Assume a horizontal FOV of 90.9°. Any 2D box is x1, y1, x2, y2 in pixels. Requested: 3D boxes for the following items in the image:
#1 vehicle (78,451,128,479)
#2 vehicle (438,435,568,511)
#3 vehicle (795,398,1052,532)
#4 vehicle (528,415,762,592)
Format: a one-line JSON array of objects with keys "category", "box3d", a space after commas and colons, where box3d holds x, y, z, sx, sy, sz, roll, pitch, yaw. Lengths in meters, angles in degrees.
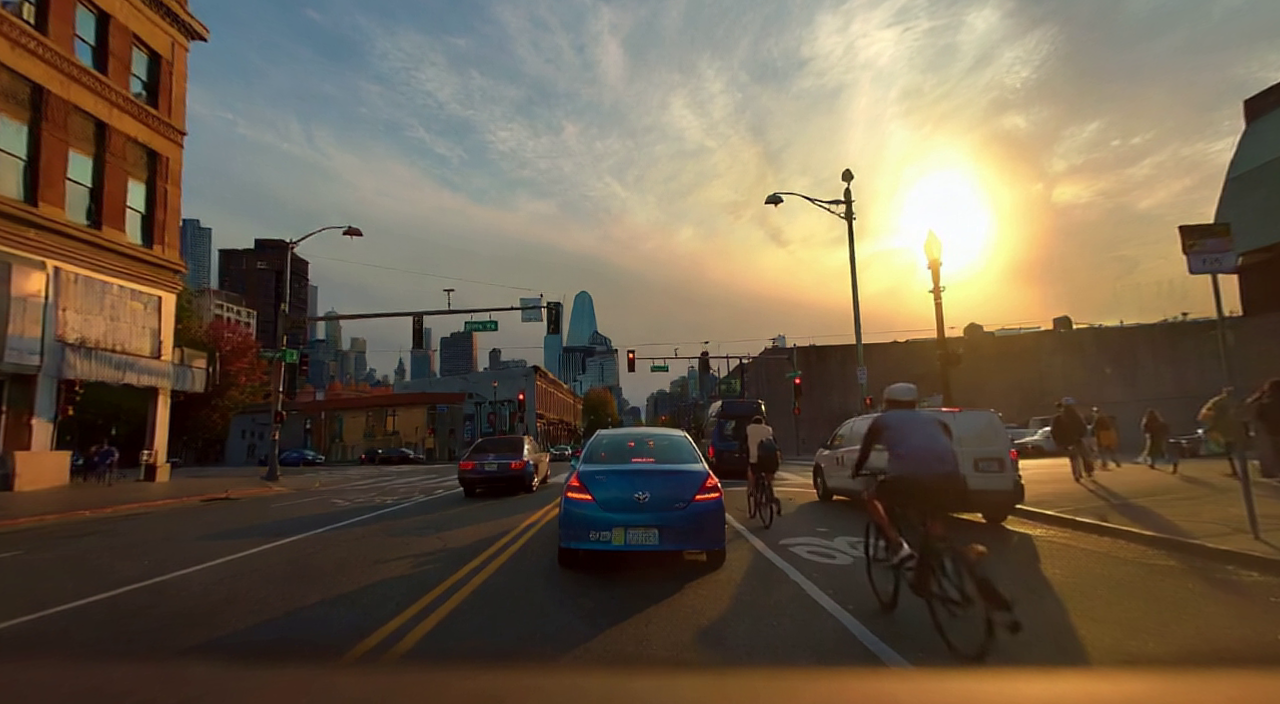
[{"category": "vehicle", "box3d": [-35.737, 7.475, 41.944, 2.264, 1.722, 4.721, 7, -11, -40]}, {"category": "vehicle", "box3d": [-2.943, 2.709, 14.615, 2.039, 1.452, 4.489, 0, -9, 0]}, {"category": "vehicle", "box3d": [4.511, 1.912, 11.124, 2.142, 1.829, 4.767, 0, -9, -2]}, {"category": "vehicle", "box3d": [0.018, 1.658, 7.720, 2.091, 1.557, 4.000, 0, -9, -1]}]
